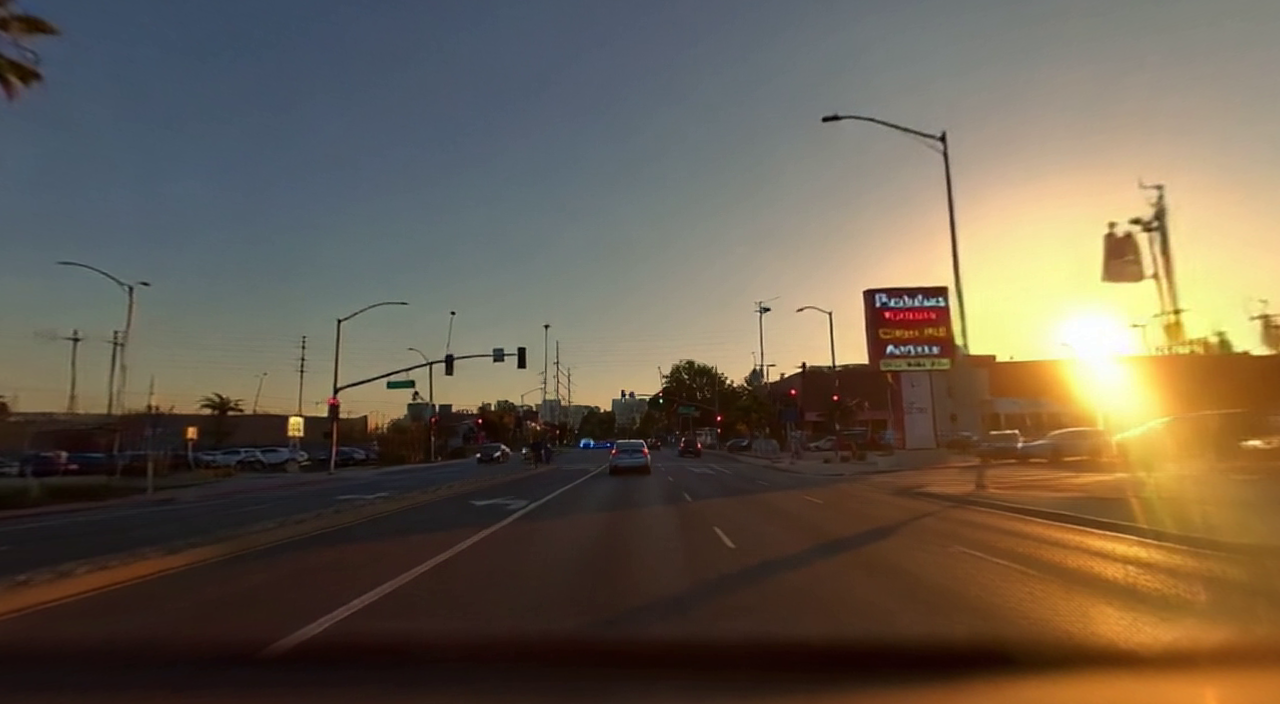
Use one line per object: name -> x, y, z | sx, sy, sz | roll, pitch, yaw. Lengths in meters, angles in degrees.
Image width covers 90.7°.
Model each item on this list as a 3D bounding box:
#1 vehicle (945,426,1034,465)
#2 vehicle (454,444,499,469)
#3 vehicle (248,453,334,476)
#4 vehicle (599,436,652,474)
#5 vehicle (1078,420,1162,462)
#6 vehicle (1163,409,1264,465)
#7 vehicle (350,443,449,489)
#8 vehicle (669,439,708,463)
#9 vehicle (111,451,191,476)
vehicle -> 14.780, 3.935, 26.672 | 1.985, 1.479, 4.580 | -9, -12, 44
vehicle -> -11.866, 7.571, 46.173 | 2.039, 1.630, 4.878 | 1, -8, -1
vehicle -> -23.961, 7.737, 43.592 | 4.788, 1.464, 1.927 | -1, -8, 2
vehicle -> -0.617, 4.538, 28.107 | 2.160, 1.508, 4.319 | 0, -8, -1
vehicle -> 20.294, 3.732, 26.671 | 4.432, 1.556, 2.012 | 5, -11, -44
vehicle -> 20.285, 3.012, 22.309 | 4.775, 1.752, 1.971 | 7, -11, -41
vehicle -> -8.605, 4.076, 23.062 | 1.894, 1.486, 4.359 | 0, -8, 0
vehicle -> 3.088, 6.383, 40.980 | 2.060, 1.471, 4.168 | 0, -8, -2
vehicle -> -36.250, 8.265, 46.999 | 4.295, 1.695, 1.931 | 0, -8, 0
